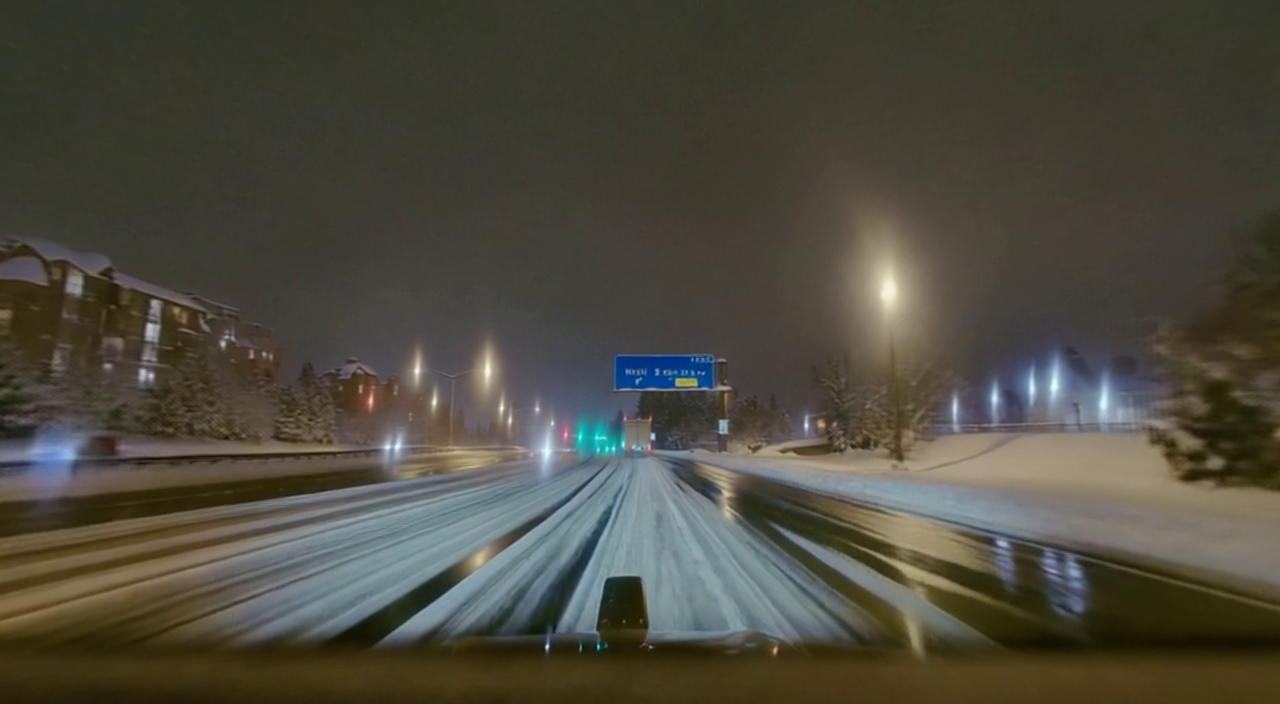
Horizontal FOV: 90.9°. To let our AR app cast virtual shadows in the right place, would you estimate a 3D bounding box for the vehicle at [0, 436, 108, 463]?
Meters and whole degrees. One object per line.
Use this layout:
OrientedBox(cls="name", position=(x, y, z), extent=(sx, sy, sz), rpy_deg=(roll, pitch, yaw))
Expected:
OrientedBox(cls="vehicle", position=(-36.197, 6.062, 39.096), extent=(2.007, 1.576, 4.999), rpy_deg=(0, -9, 0))
